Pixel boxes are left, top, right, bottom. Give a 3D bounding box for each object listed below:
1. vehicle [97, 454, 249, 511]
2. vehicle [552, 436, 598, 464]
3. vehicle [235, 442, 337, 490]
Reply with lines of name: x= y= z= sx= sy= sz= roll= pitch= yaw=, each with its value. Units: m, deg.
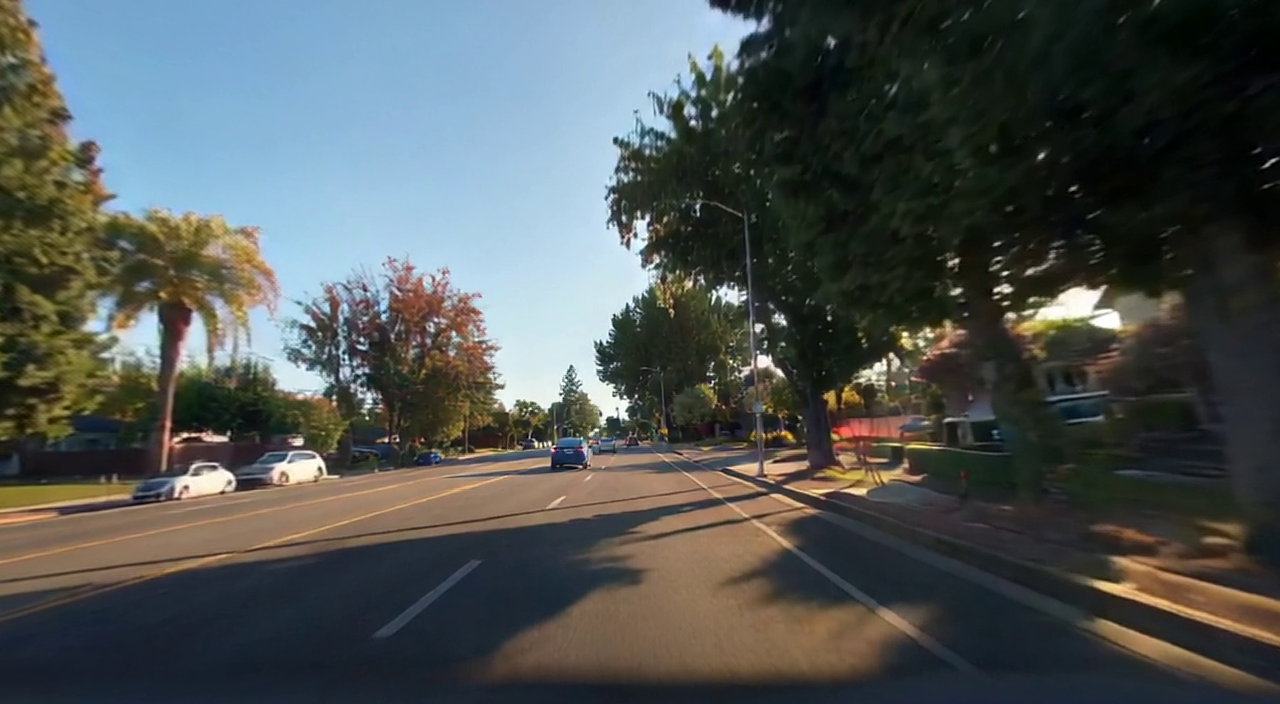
vehicle: x=-15.556 y=4.330 z=21.400 sx=1.901 sy=1.454 sz=4.249 roll=-3 pitch=-7 yaw=1
vehicle: x=-3.523 y=5.378 z=34.890 sx=2.030 sy=1.467 sz=4.251 roll=0 pitch=-8 yaw=0
vehicle: x=-15.787 y=5.060 z=28.522 sx=2.050 sy=1.784 sz=4.577 roll=-3 pitch=-7 yaw=-1
